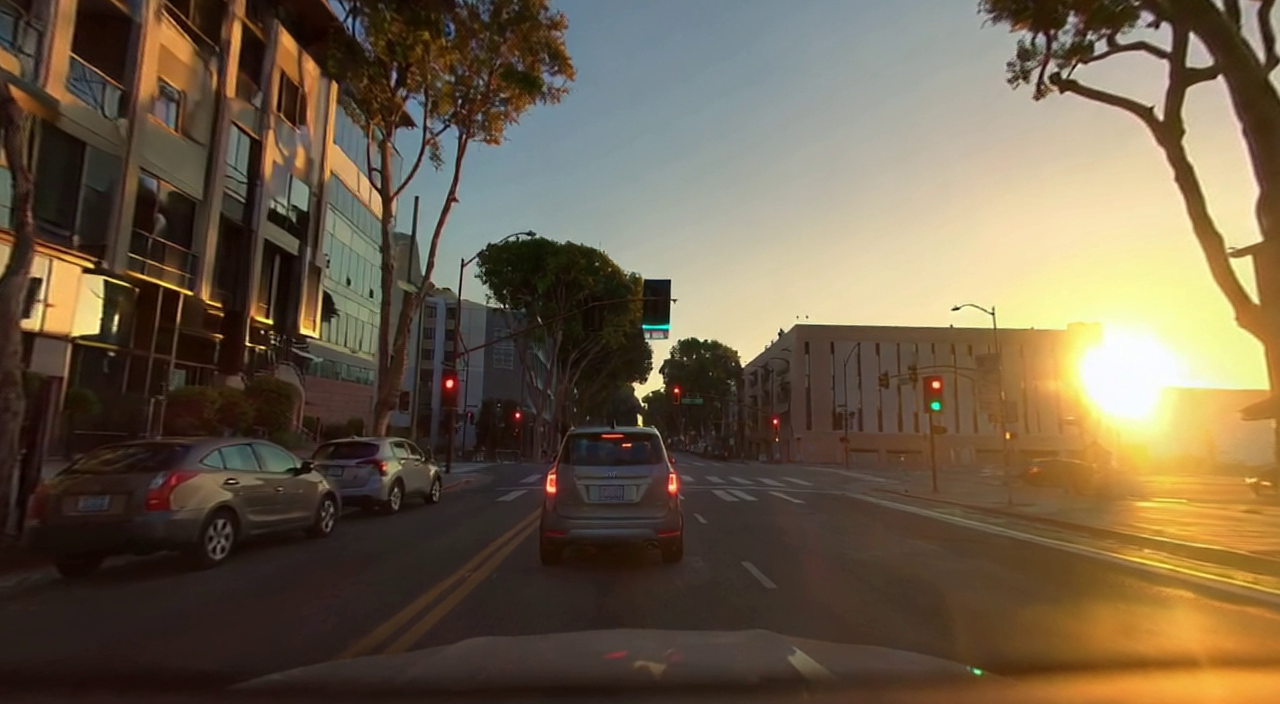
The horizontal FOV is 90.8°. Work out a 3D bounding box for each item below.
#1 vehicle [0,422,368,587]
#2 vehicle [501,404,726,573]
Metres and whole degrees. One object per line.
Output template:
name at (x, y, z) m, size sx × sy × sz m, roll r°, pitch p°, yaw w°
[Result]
vehicle at (-5.760, 1.918, 8.860) m, size 1.904 × 1.684 × 4.529 m, roll 0°, pitch -9°, yaw -1°
vehicle at (-0.249, 1.671, 8.397) m, size 2.258 × 1.687 × 3.934 m, roll 0°, pitch -9°, yaw 1°
